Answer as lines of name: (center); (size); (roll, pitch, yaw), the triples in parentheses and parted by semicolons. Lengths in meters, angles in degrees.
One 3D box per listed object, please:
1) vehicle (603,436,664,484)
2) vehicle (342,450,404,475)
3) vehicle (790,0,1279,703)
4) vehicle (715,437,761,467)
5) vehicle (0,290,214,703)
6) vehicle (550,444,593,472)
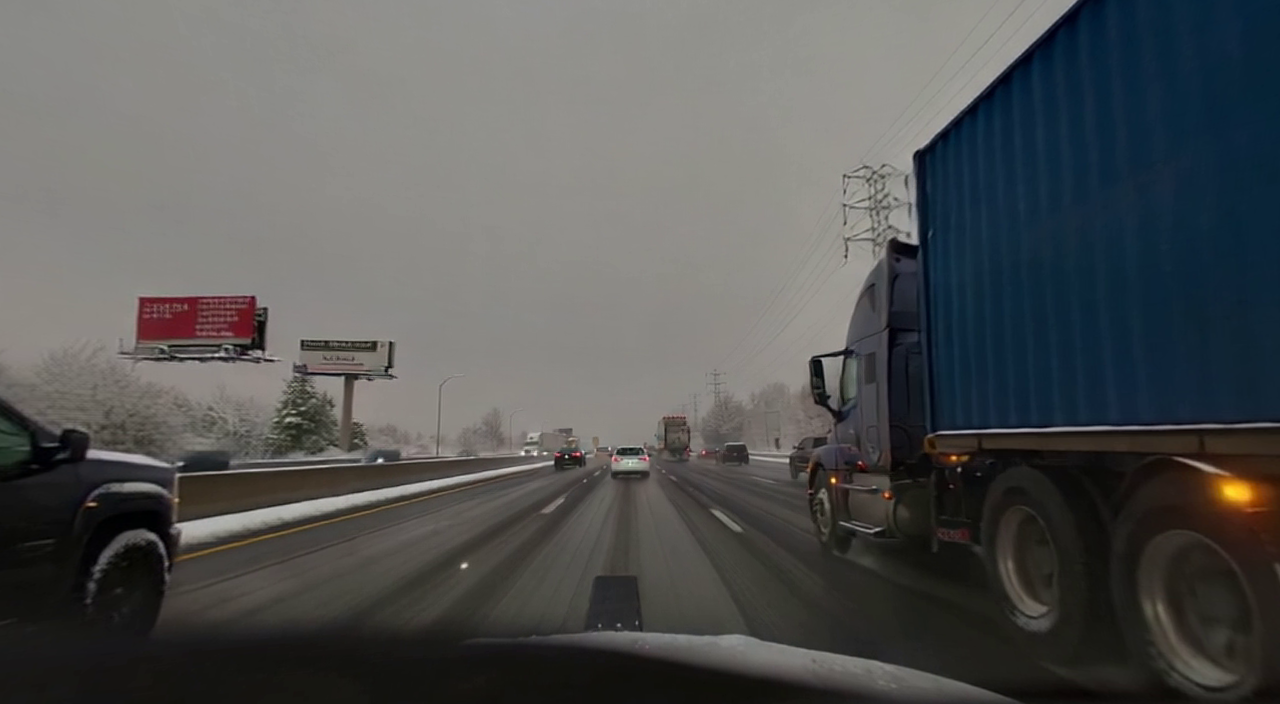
vehicle: (-0.244, 4.177, 24.674); (2.191, 1.685, 4.015); (0, -9, 0)
vehicle: (-16.993, 7.008, 40.468); (1.891, 1.476, 4.625); (0, -9, 0)
vehicle: (3.529, -0.050, 3.925); (3.013, 3.940, 7.933); (0, -9, -1)
vehicle: (6.955, 7.179, 45.475); (2.302, 1.973, 5.502); (0, -9, -1)
vehicle: (-4.199, 0.496, 1.344); (2.323, 2.046, 6.006); (0, -9, 1)
vehicle: (-3.942, 6.154, 36.943); (2.025, 1.498, 4.675); (0, -9, 0)
